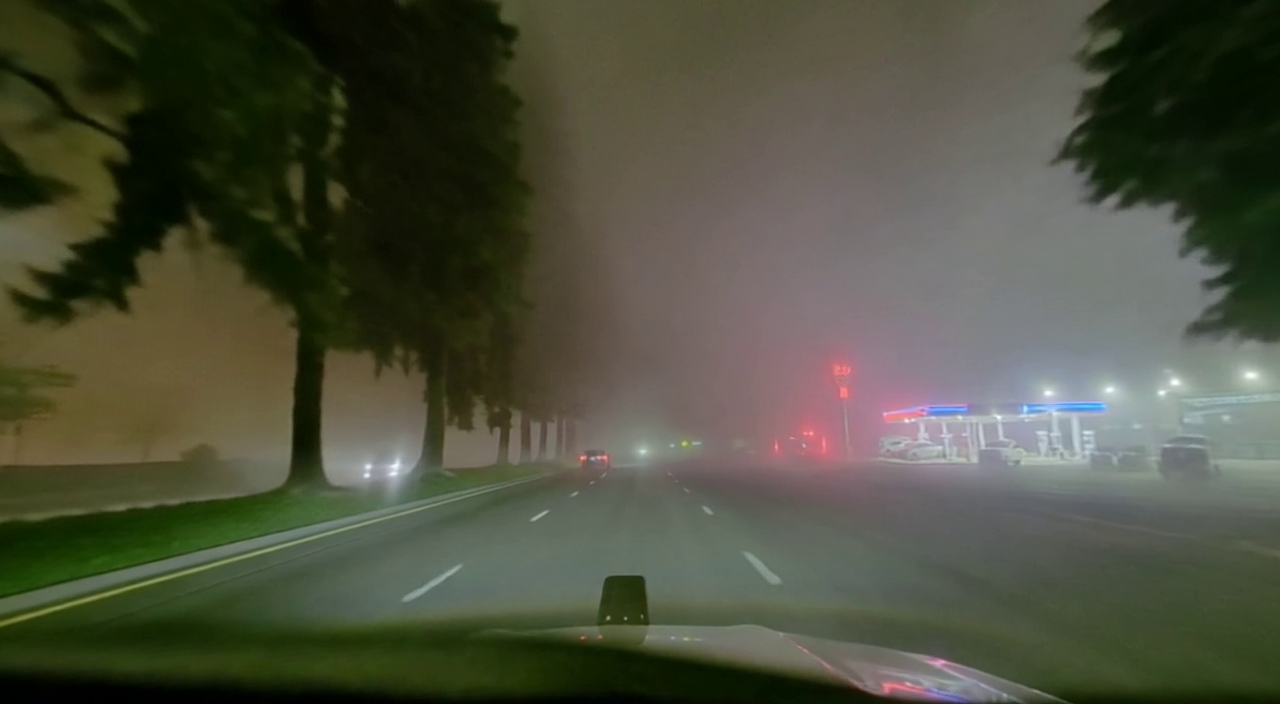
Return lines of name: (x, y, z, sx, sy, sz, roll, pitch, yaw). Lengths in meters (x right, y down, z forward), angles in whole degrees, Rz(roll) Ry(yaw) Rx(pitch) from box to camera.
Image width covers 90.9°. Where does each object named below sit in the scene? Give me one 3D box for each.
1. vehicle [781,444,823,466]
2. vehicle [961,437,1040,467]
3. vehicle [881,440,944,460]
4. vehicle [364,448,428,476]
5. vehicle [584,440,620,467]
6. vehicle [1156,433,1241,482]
vehicle: (11.885, 7.571, 46.568, 1.967, 1.500, 4.353, -1, -9, 1)
vehicle: (21.459, 5.913, 37.478, 4.484, 1.697, 1.959, 5, -10, -30)
vehicle: (21.539, 7.733, 49.735, 4.674, 1.471, 1.954, 4, -10, -28)
vehicle: (-14.712, 6.653, 38.298, 1.894, 1.574, 4.655, 0, -9, 2)
vehicle: (-2.687, 7.374, 45.846, 2.196, 1.801, 4.542, 0, -9, 1)
vehicle: (20.837, 3.902, 23.456, 4.394, 1.624, 1.803, 8, -13, -43)
